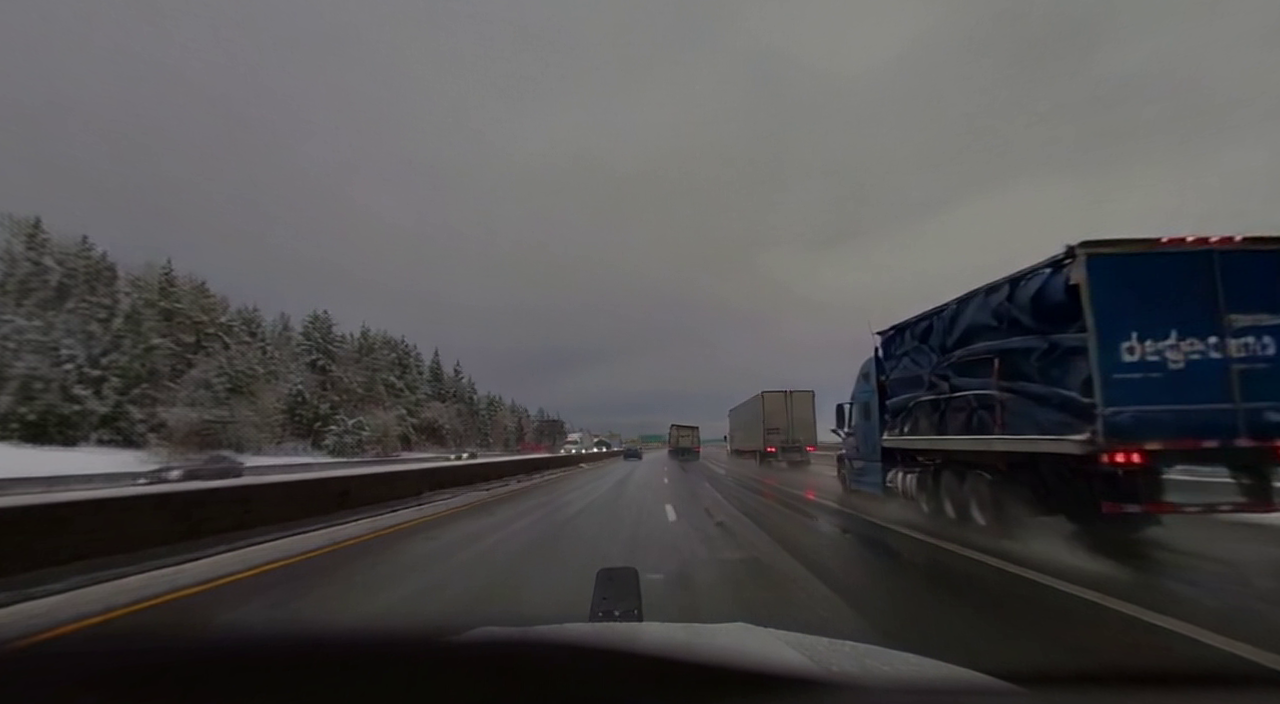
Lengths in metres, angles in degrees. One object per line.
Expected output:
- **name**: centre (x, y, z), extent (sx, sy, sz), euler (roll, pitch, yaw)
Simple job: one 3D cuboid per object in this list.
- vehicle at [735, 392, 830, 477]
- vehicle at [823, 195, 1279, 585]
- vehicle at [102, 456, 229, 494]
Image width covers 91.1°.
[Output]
- **vehicle**: centre (7.873, 4.854, 37.083), extent (2.843, 4.053, 13.777), euler (0, -8, 2)
- **vehicle**: centre (6.119, 0.970, 11.197), extent (2.920, 3.860, 10.035), euler (0, -8, 1)
- **vehicle**: centre (-21.748, 5.624, 29.108), extent (2.271, 1.456, 4.482), euler (-1, -8, 3)
